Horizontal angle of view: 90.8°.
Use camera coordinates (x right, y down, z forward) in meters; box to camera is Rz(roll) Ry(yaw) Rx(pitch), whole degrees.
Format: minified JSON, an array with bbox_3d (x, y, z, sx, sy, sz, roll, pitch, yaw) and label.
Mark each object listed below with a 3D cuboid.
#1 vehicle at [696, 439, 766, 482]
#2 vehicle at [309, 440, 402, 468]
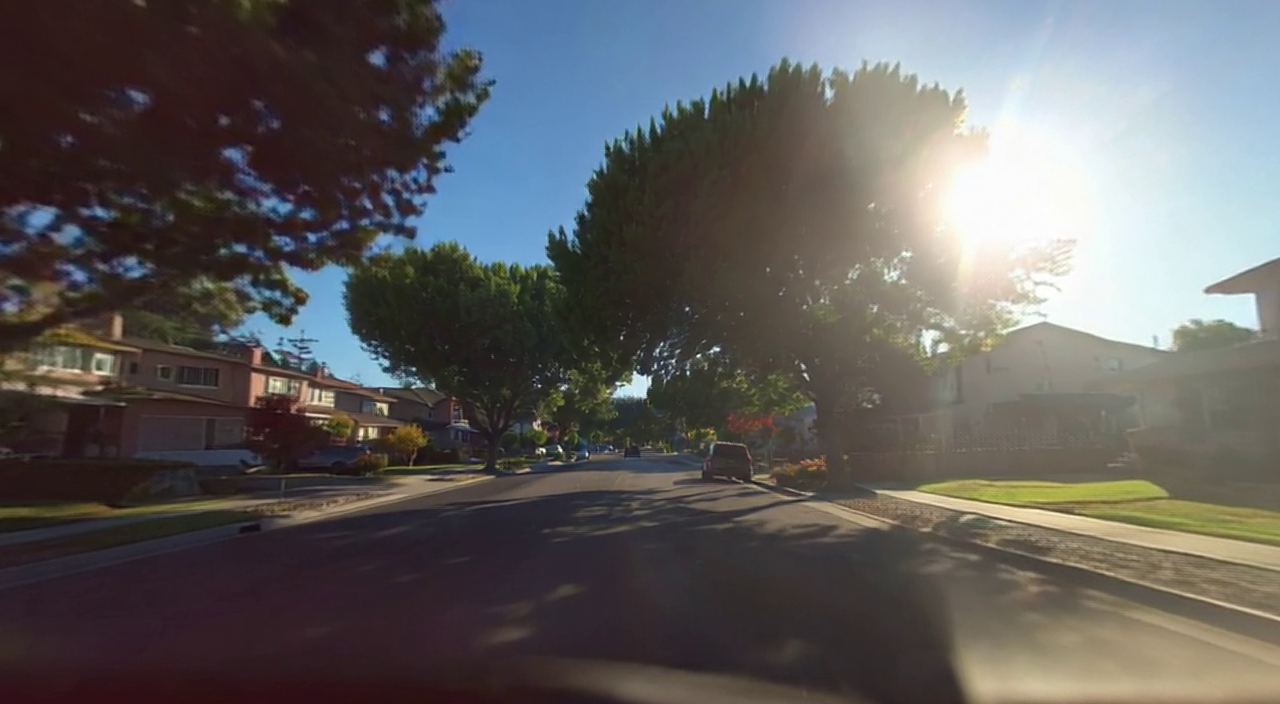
[{"bbox_3d":[3.668,4.489,26.445,2.136,1.596,4.790,0,-9,-1],"label":"vehicle"},{"bbox_3d":[-17.115,6.166,38.170,4.607,1.573,2.058,0,-8,-5],"label":"vehicle"}]
